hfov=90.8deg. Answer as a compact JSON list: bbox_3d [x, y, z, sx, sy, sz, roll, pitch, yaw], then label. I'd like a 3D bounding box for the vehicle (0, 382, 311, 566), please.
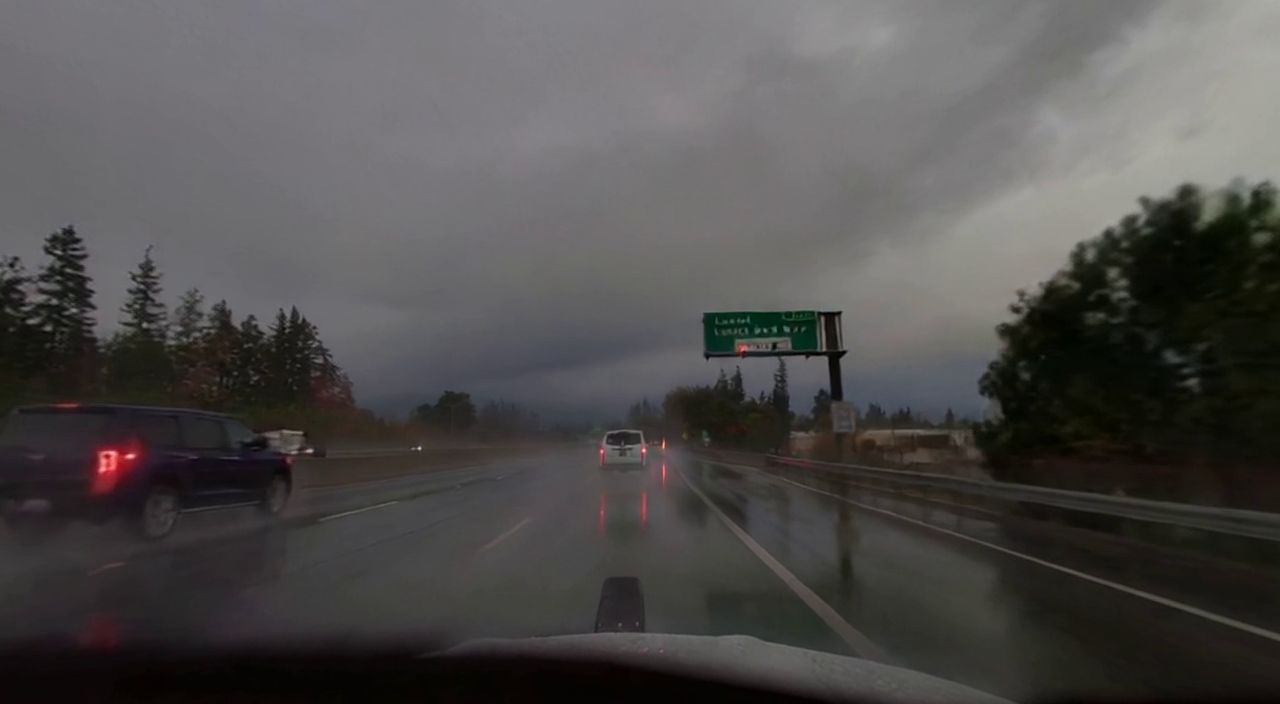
[{"bbox_3d":[-7.443,1.683,9.362,2.289,1.955,5.147,0,-9,0],"label":"vehicle"}]

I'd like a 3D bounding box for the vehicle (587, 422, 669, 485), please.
[{"bbox_3d":[-0.264,3.634,22.769,2.497,1.957,5.432,-1,-9,3],"label":"vehicle"}]
